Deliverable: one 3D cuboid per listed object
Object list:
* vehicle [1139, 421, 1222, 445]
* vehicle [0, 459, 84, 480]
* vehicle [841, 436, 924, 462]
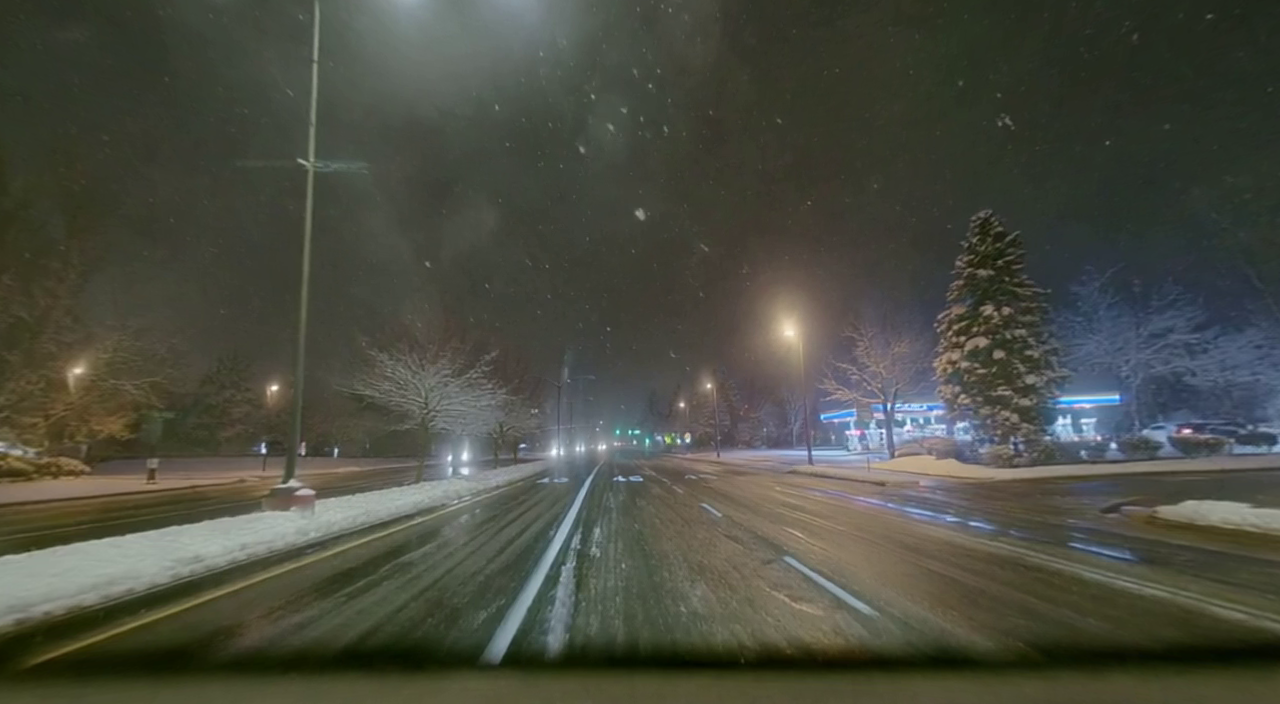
[{"bbox_3d":[40.456,6.114,47.449,1.889,1.699,4.777,0,-8,-1],"label":"vehicle"},{"bbox_3d":[-47.027,9.197,49.765,2.009,1.408,4.847,-3,-9,1],"label":"vehicle"},{"bbox_3d":[15.722,6.319,41.059,4.548,1.568,1.953,0,-10,-2],"label":"vehicle"}]
